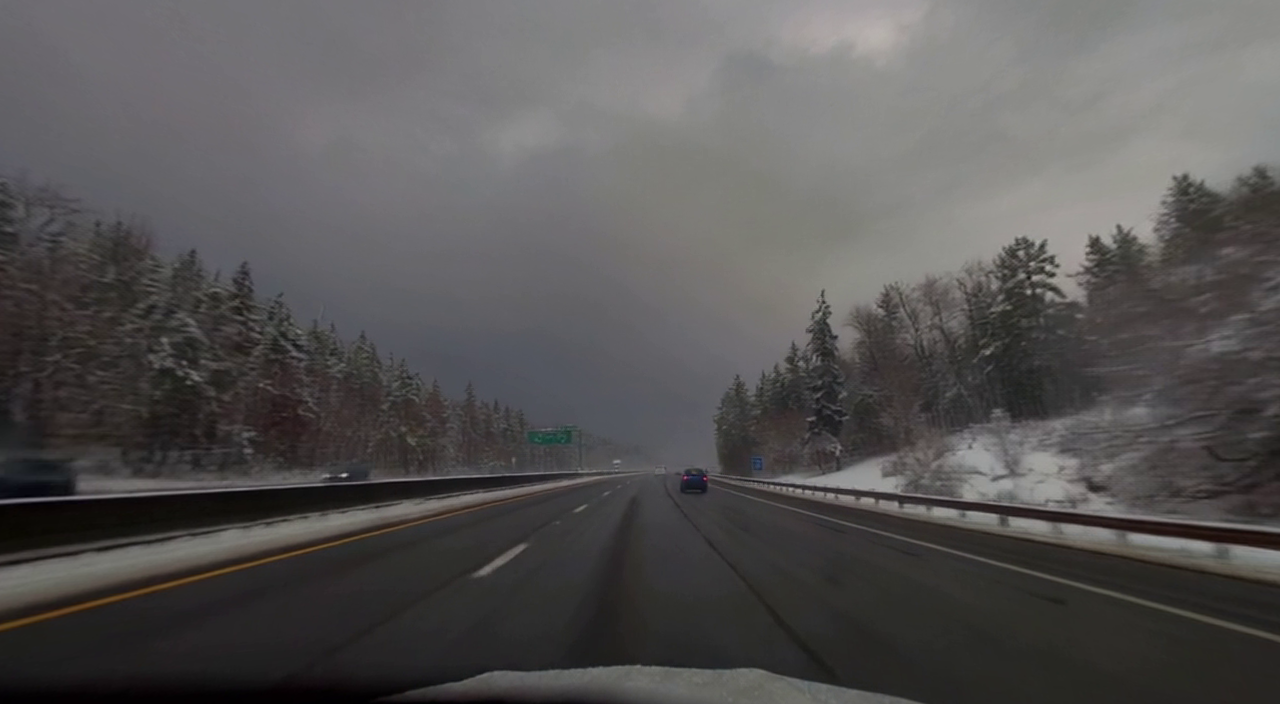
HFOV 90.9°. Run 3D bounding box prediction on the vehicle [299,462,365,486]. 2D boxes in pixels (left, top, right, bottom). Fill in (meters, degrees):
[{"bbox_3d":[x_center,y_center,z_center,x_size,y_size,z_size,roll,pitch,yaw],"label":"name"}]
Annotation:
[{"bbox_3d":[-20.145,8.022,41.461,1.938,1.458,4.858,1,-11,-1],"label":"vehicle"}]
